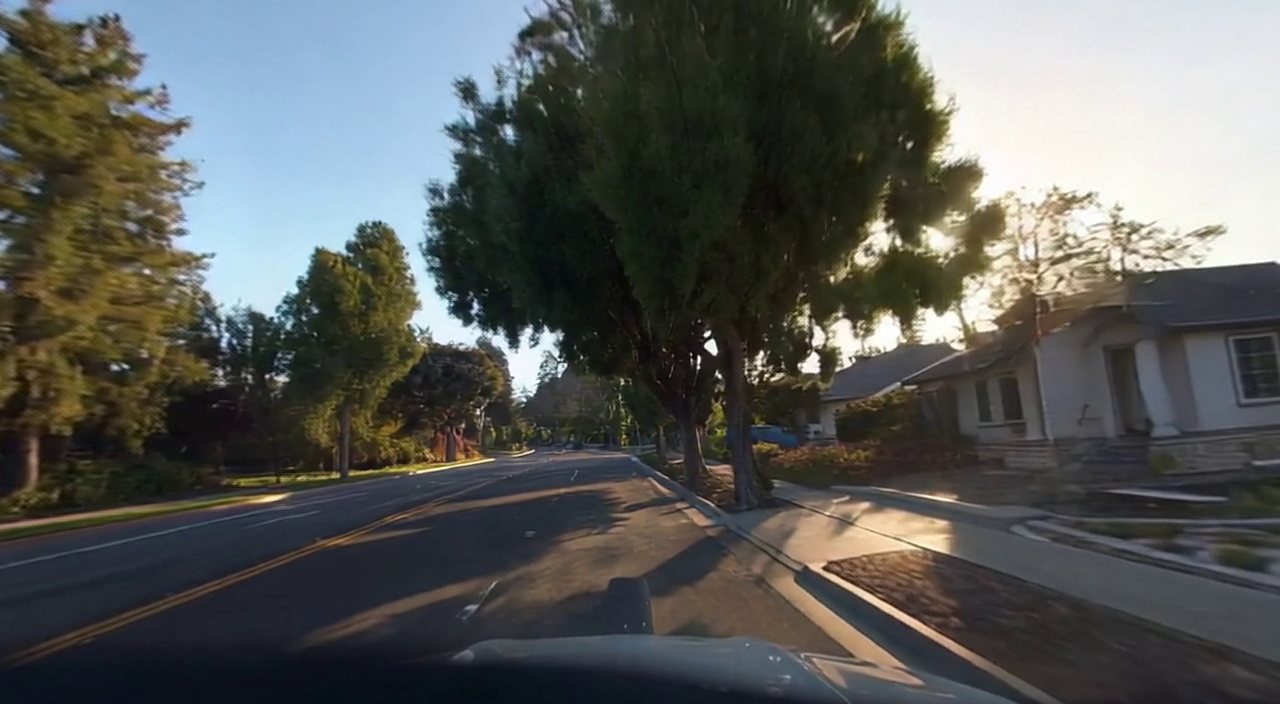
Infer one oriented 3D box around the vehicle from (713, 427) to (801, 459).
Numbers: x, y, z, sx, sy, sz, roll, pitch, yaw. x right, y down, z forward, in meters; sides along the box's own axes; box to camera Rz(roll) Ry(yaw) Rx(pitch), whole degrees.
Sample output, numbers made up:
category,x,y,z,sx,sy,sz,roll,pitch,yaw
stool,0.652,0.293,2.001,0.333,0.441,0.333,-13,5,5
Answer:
category,x,y,z,sx,sy,sz,roll,pitch,yaw
vehicle,6.061,4.736,33.006,4.153,1.605,1.835,0,-8,-5
